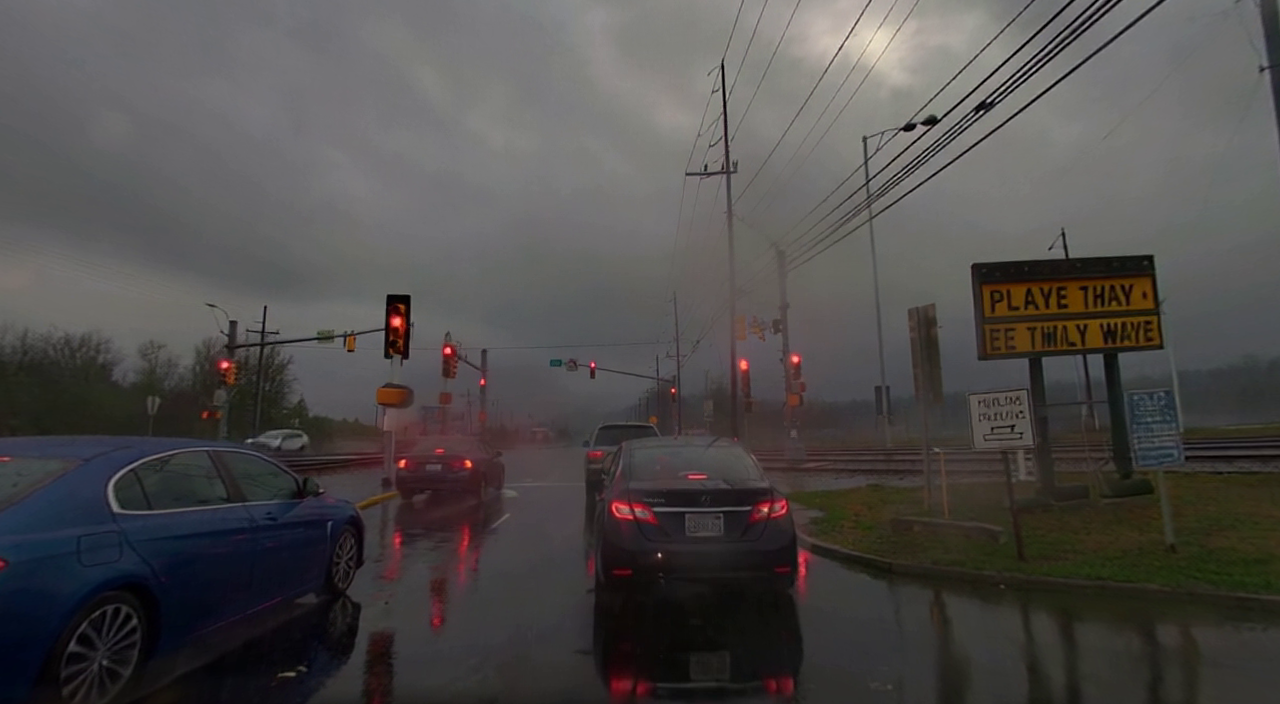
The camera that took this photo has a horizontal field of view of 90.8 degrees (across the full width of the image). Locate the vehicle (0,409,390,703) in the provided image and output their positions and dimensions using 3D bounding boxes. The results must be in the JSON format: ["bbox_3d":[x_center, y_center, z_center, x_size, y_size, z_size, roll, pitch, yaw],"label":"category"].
[{"bbox_3d":[-3.708,1.260,4.538,1.956,1.468,4.585,0,-8,0],"label":"vehicle"}]

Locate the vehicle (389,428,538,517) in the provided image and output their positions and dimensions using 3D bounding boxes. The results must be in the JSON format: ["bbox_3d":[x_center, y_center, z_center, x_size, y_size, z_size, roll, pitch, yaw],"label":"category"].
[{"bbox_3d":[-3.362,2.373,12.912,1.984,1.505,3.982,0,-9,-2],"label":"vehicle"}]

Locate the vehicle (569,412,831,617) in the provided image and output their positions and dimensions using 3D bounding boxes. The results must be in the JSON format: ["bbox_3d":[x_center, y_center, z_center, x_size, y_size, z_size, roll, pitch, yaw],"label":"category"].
[{"bbox_3d":[0.358,1.528,6.844,1.998,1.529,3.960,0,-9,-3],"label":"vehicle"}]
